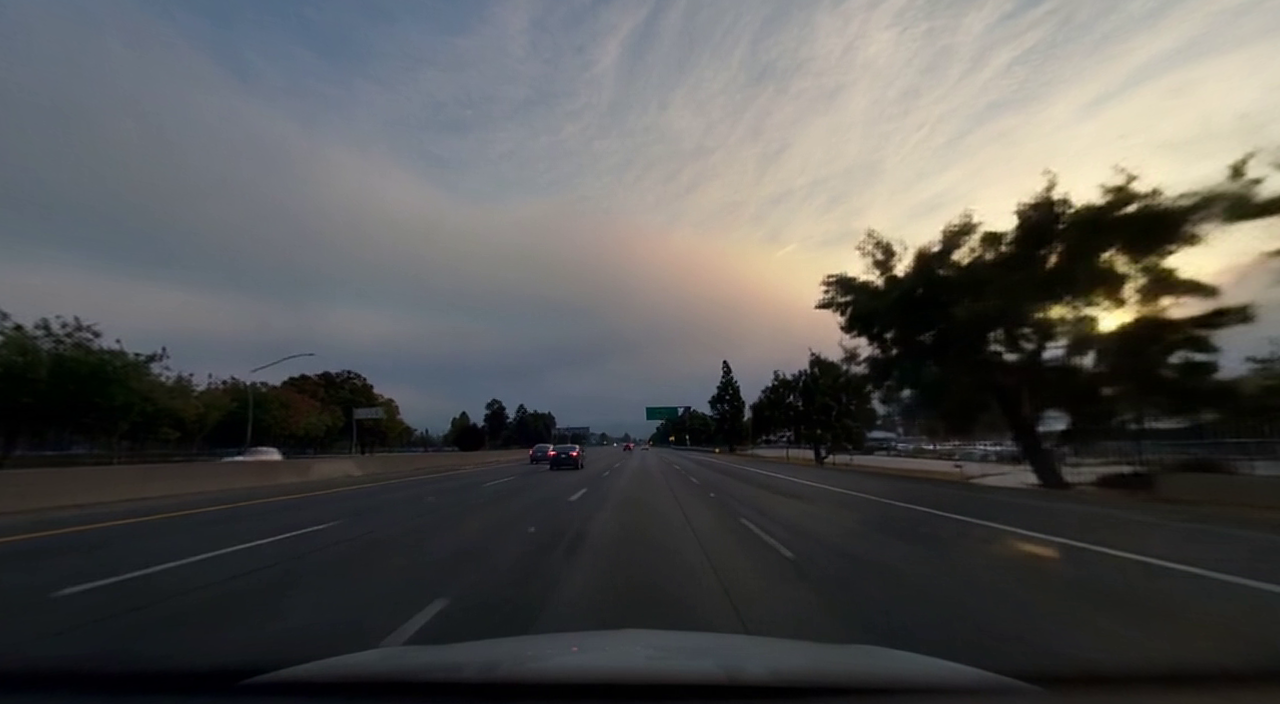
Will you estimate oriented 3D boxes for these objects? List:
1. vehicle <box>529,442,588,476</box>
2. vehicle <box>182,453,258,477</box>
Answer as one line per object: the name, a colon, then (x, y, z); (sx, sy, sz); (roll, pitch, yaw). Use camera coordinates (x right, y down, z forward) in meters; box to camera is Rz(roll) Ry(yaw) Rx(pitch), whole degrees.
vehicle: (-3.674, 4.934, 29.309); (2.128, 1.450, 4.078); (0, -8, 1)
vehicle: (-27.837, 7.461, 41.986); (1.834, 1.438, 4.551); (0, -8, 1)
